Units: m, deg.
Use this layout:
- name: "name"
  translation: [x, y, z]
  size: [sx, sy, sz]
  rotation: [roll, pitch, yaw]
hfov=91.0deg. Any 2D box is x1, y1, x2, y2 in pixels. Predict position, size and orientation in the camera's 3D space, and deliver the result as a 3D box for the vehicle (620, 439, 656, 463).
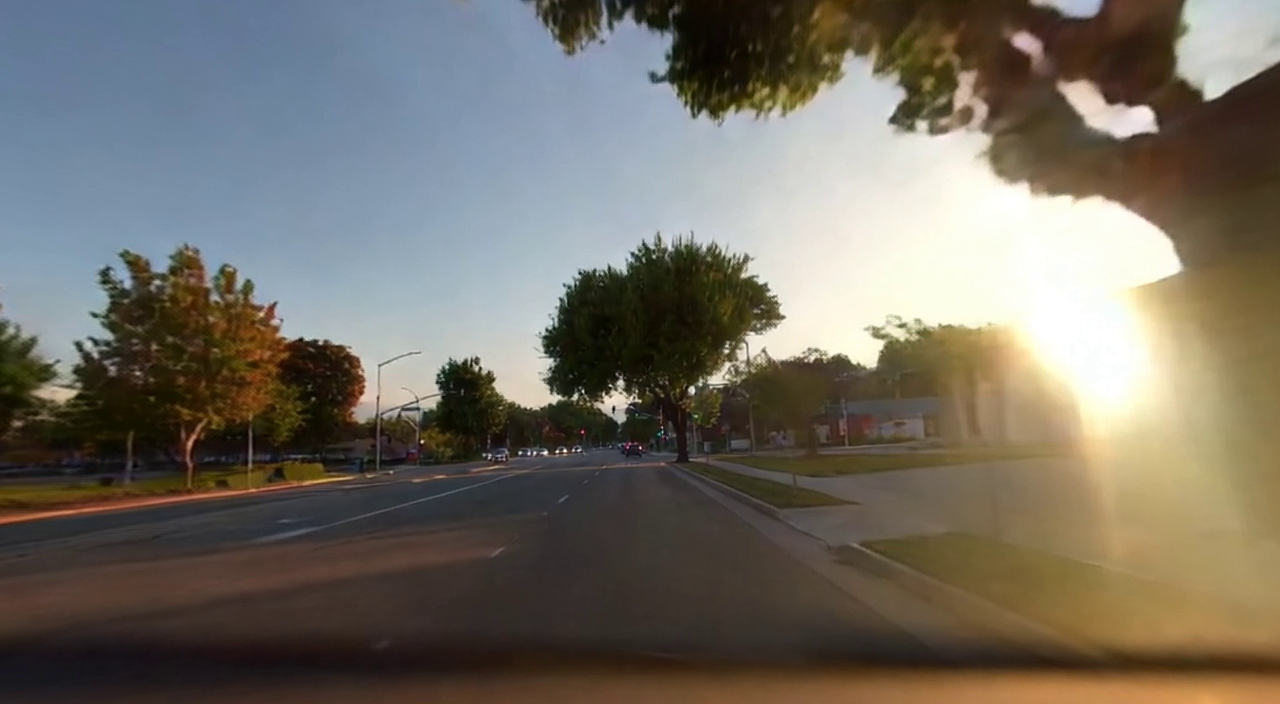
- name: "vehicle"
  translation: [-0.059, 7.279, 46.276]
  size: [2.191, 1.607, 4.361]
  rotation: [-1, -9, 6]
